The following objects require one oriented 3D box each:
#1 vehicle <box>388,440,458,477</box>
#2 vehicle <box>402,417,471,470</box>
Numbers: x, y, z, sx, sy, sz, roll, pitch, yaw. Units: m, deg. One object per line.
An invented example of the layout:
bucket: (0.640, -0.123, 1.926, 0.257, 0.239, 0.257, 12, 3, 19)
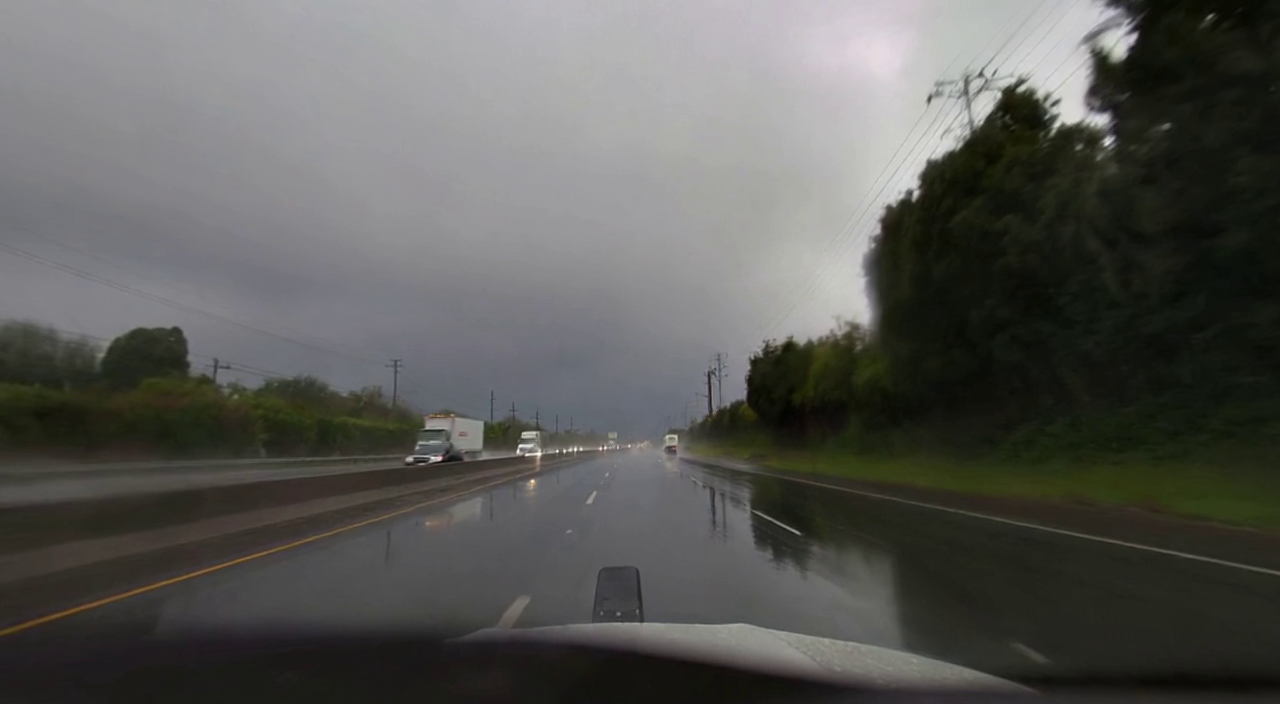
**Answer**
vehicle: (-11.576, 5.697, 33.793, 2.052, 1.796, 4.970, 0, -9, -1)
vehicle: (-15.306, 6.962, 47.632, 3.119, 3.694, 5.532, 0, -9, 2)
